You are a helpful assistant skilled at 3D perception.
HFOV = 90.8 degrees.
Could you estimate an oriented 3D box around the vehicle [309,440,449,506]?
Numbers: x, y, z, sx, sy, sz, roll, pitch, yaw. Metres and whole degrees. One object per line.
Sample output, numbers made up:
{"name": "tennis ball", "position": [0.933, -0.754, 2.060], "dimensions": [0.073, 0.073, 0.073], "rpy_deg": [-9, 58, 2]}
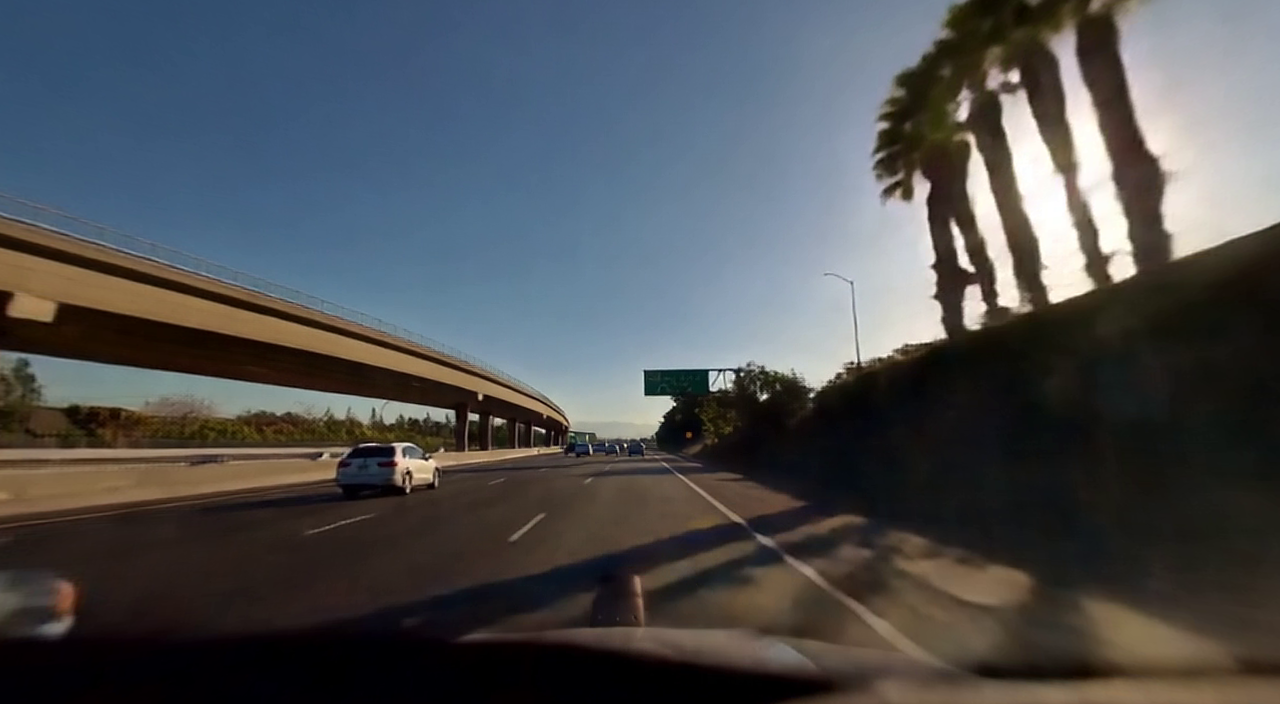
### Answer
{"name": "vehicle", "position": [-6.781, 3.160, 16.996], "dimensions": [1.914, 1.503, 4.268], "rpy_deg": [0, -8, 0]}
